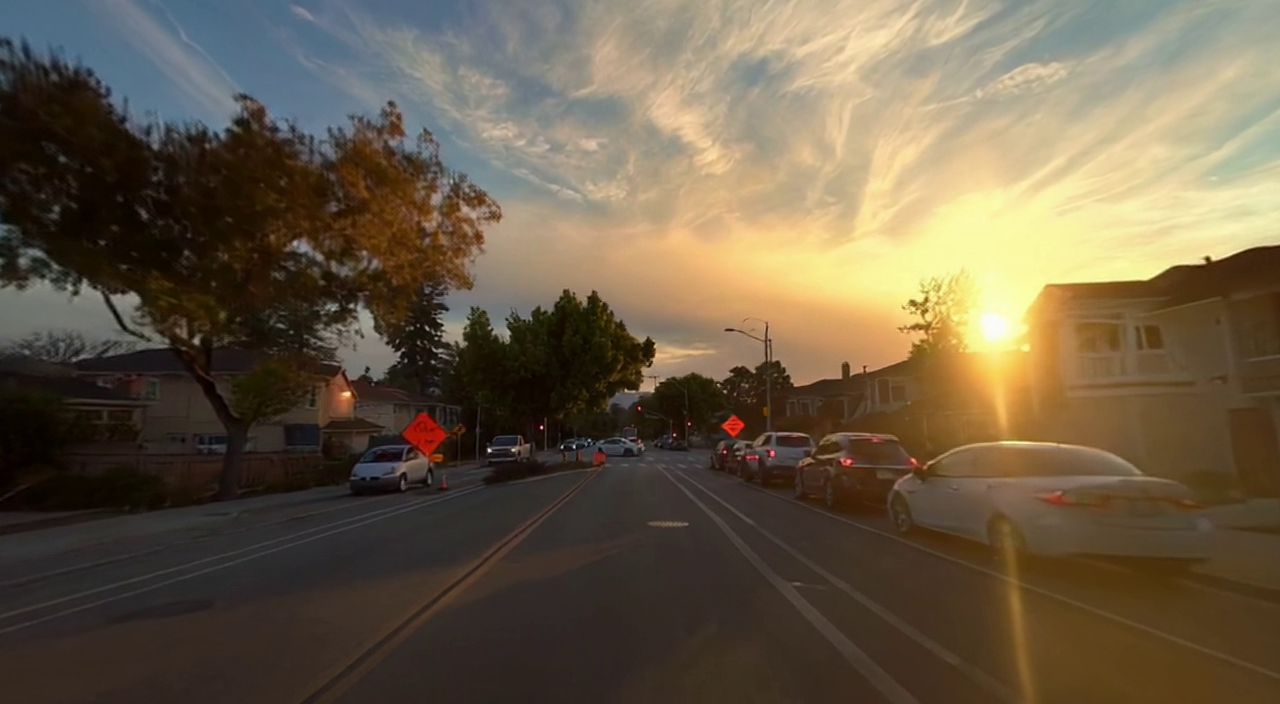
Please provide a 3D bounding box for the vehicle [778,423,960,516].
[{"bbox_3d":[4.769,2.546,14.107,2.225,1.715,4.755,0,-9,-1],"label":"vehicle"}]

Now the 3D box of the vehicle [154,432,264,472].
[{"bbox_3d":[-23.552,5.465,34.518,4.491,2.031,2.045,-1,-8,0],"label":"vehicle"}]

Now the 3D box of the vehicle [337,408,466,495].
[{"bbox_3d":[-7.907,3.347,21.436,2.526,2.631,4.228,0,-9,2],"label":"vehicle"}]

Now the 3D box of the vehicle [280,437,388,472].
[{"bbox_3d":[-16.527,5.538,34.177,4.779,1.823,1.964,0,-9,0],"label":"vehicle"}]

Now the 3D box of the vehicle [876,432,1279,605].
[{"bbox_3d":[4.719,1.762,7.664,1.912,1.463,4.477,0,-9,0],"label":"vehicle"}]

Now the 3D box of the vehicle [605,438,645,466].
[{"bbox_3d":[-0.802,5.688,36.003,2.151,1.481,4.084,0,-9,0],"label":"vehicle"}]

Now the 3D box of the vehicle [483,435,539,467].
[{"bbox_3d":[-8.761,6.828,43.514,2.659,2.047,6.014,0,-9,-1],"label":"vehicle"}]
